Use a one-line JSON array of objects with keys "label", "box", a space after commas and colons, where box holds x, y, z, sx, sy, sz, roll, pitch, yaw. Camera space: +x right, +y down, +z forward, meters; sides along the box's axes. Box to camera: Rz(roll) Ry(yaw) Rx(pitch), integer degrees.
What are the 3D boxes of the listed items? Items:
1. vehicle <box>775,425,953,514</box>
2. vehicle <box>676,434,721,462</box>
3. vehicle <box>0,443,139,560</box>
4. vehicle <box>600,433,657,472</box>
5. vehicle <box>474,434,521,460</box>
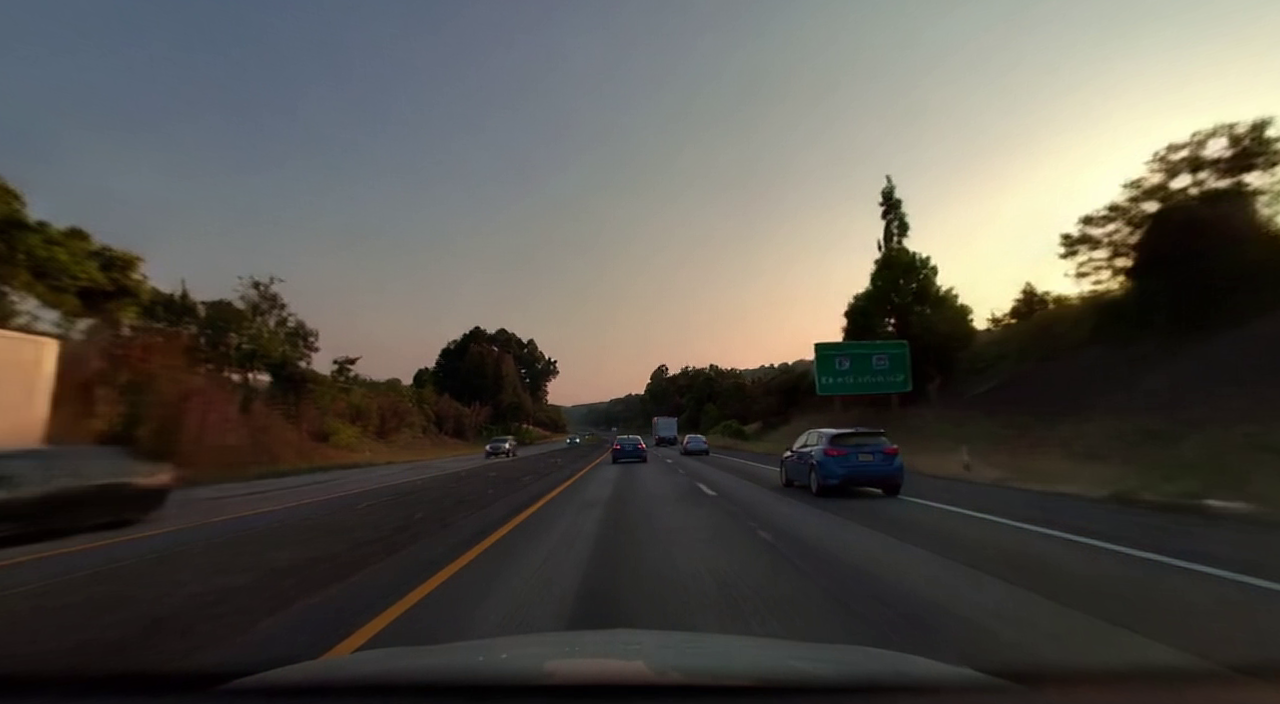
[{"label": "vehicle", "box": [4.341, 2.319, 13.064, 2.066, 1.526, 4.216, 0, -8, -1]}, {"label": "vehicle", "box": [3.246, 5.394, 35.762, 2.004, 1.469, 4.472, 0, -8, -2]}, {"label": "vehicle", "box": [-9.128, 1.928, 8.104, 1.982, 1.455, 4.161, 0, -8, -1]}, {"label": "vehicle", "box": [-0.476, 4.048, 25.709, 2.143, 1.466, 3.693, 0, -8, -2]}, {"label": "vehicle", "box": [-9.364, 6.278, 41.791, 2.076, 1.592, 4.477, 0, -8, 0]}]
